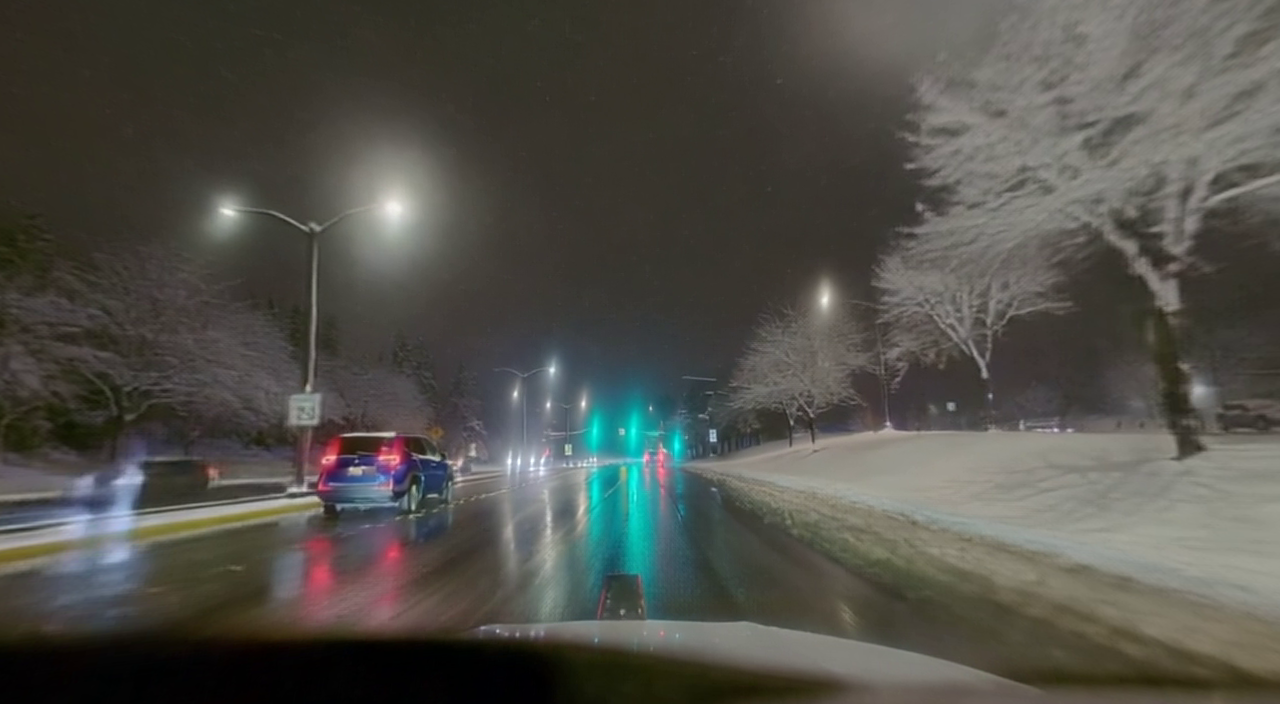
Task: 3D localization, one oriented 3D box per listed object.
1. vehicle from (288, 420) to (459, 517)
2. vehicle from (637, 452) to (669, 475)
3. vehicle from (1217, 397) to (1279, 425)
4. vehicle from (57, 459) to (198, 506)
[{"bbox_3d":[-5.892,2.615,14.620,2.027,1.908,4.273,0,-8,1],"label":"vehicle"},{"bbox_3d":[0.863,7.818,44.225,2.091,1.494,3.962,0,-8,-1],"label":"vehicle"},{"bbox_3d":[38.943,3.733,39.429,1.772,1.504,4.322,-1,-9,5],"label":"vehicle"},{"bbox_3d":[-19.111,4.845,23.767,1.864,1.514,4.079,0,-8,0],"label":"vehicle"}]
